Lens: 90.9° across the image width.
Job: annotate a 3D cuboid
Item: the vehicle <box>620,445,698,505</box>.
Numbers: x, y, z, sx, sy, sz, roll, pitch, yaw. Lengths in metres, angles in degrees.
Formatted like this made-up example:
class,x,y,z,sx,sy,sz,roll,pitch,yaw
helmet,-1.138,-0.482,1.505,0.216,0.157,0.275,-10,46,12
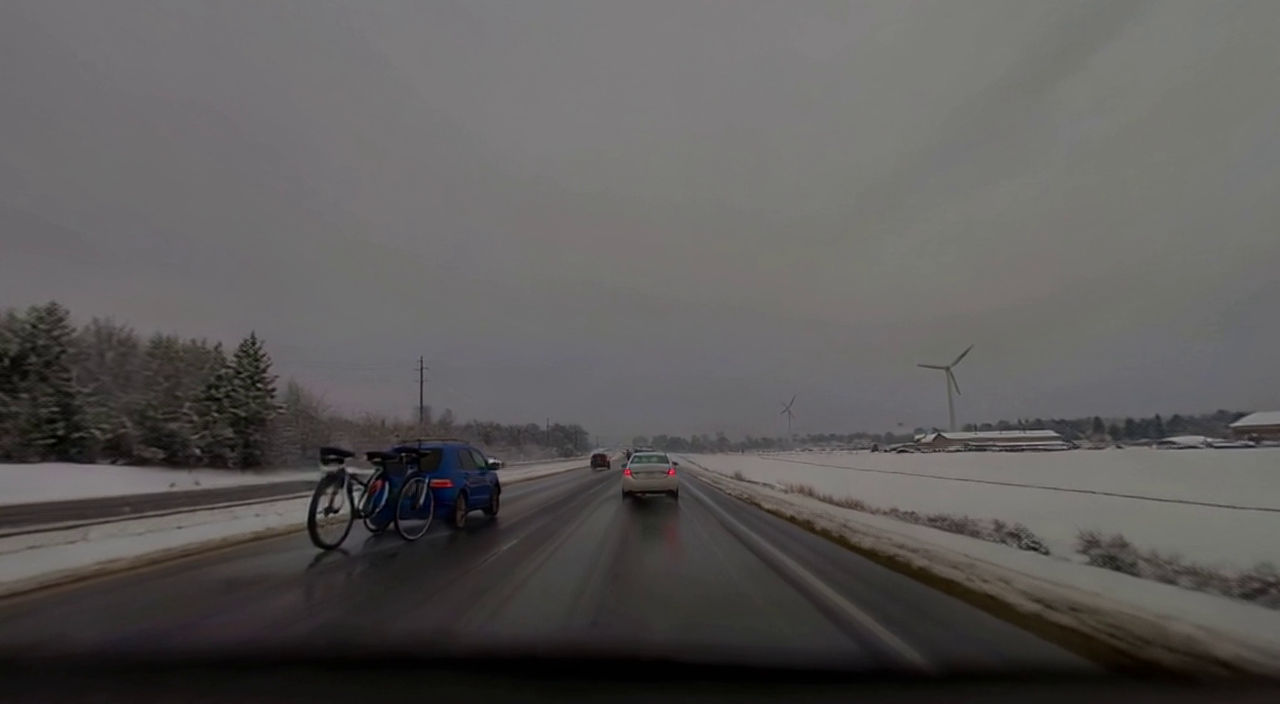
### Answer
class,x,y,z,sx,sy,sz,roll,pitch,yaw
vehicle,0.517,3.609,18.899,2.063,1.582,3.955,0,-9,0

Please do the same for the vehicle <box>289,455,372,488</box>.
class,x,y,z,sx,sy,sz,roll,pitch,yaw
vehicle,-15.761,6.088,32.410,1.922,1.500,4.584,0,-9,0

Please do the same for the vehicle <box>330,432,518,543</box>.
class,x,y,z,sx,sy,sz,roll,pitch,yaw
vehicle,-3.718,2.400,11.766,1.962,1.681,4.033,0,-9,2
